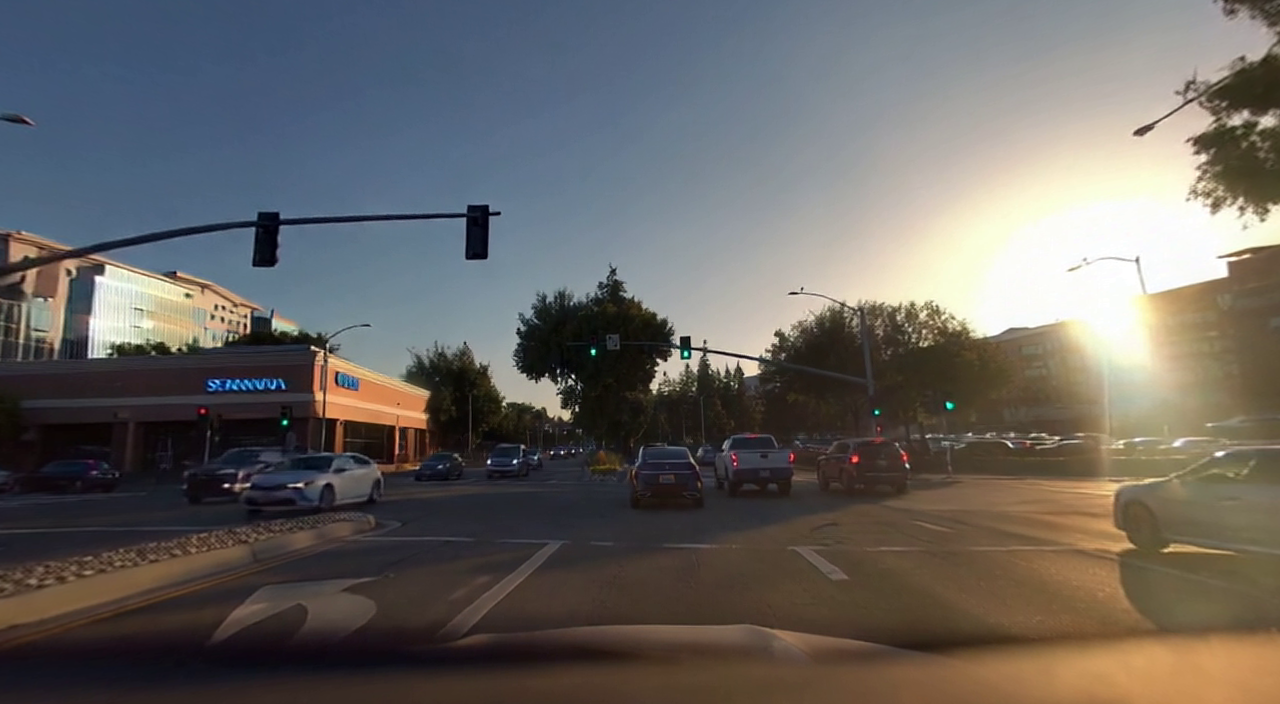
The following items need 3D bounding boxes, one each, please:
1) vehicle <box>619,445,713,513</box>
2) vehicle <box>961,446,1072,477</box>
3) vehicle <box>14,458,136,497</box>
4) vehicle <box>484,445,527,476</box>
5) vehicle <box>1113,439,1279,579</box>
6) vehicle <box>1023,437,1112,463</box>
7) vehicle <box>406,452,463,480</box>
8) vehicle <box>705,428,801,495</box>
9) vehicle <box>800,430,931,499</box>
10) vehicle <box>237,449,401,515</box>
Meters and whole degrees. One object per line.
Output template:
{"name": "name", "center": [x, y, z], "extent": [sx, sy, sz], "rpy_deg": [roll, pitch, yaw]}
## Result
{"name": "vehicle", "center": [0.525, 3.040, 15.638], "extent": [2.038, 1.447, 3.756], "rpy_deg": [0, -8, -1]}
{"name": "vehicle", "center": [18.464, 5.374, 31.060], "extent": [4.227, 1.460, 1.777], "rpy_deg": [0, -8, 2]}
{"name": "vehicle", "center": [-29.059, 6.418, 32.496], "extent": [4.789, 1.828, 2.025], "rpy_deg": [-2, -9, 11]}
{"name": "vehicle", "center": [-8.291, 6.678, 39.213], "extent": [1.904, 1.789, 4.021], "rpy_deg": [0, -8, -1]}
{"name": "vehicle", "center": [7.878, 1.714, 6.907], "extent": [1.905, 1.498, 4.463], "rpy_deg": [0, -8, 0]}
{"name": "vehicle", "center": [31.436, 7.221, 46.474], "extent": [4.885, 1.883, 2.107], "rpy_deg": [0, -8, 2]}
{"name": "vehicle", "center": [-12.425, 6.891, 38.467], "extent": [1.969, 1.486, 4.773], "rpy_deg": [0, -8, -1]}
{"name": "vehicle", "center": [3.859, 3.864, 22.686], "extent": [2.358, 2.116, 5.328], "rpy_deg": [0, -8, -1]}
{"name": "vehicle", "center": [7.285, 3.684, 21.139], "extent": [2.323, 2.009, 5.266], "rpy_deg": [0, -8, -1]}
{"name": "vehicle", "center": [-8.191, 3.310, 16.666], "extent": [2.002, 1.469, 4.301], "rpy_deg": [0, -8, 1]}
